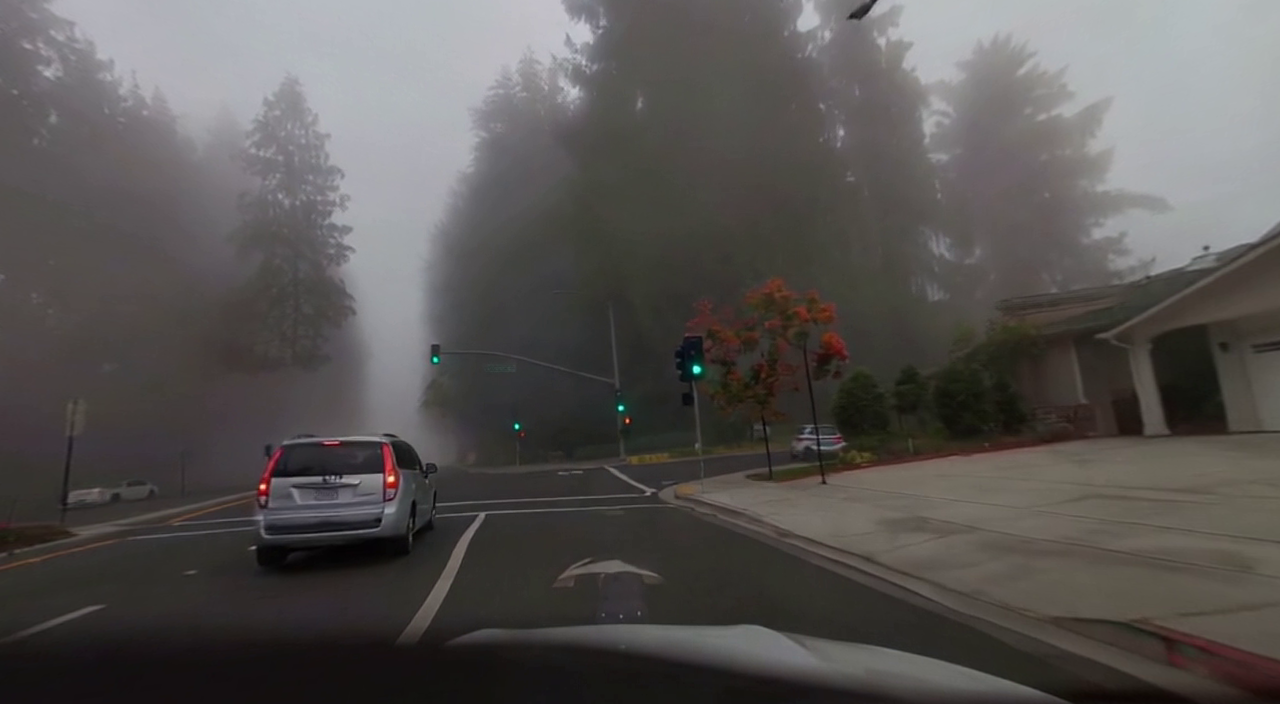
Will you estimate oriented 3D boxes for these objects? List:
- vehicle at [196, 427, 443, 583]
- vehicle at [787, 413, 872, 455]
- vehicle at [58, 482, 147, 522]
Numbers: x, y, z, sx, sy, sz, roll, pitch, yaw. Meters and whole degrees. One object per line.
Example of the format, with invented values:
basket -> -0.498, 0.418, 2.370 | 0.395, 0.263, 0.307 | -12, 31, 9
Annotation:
vehicle -> -4.256, 2.032, 9.303 | 1.990, 1.707, 4.225 | 1, -9, -9
vehicle -> 7.402, 3.310, 25.174 | 1.911, 1.516, 4.251 | 0, -9, -2
vehicle -> -27.662, 7.689, 32.695 | 1.943, 1.677, 4.176 | 3, -9, -18
